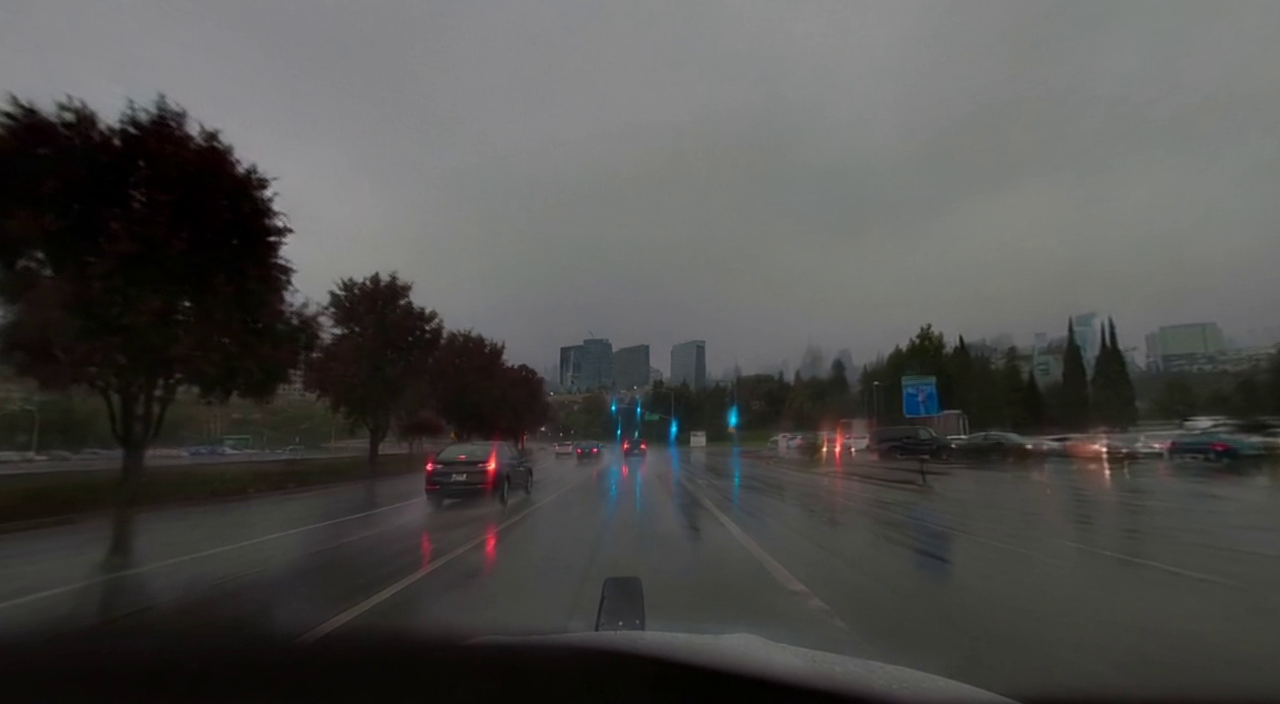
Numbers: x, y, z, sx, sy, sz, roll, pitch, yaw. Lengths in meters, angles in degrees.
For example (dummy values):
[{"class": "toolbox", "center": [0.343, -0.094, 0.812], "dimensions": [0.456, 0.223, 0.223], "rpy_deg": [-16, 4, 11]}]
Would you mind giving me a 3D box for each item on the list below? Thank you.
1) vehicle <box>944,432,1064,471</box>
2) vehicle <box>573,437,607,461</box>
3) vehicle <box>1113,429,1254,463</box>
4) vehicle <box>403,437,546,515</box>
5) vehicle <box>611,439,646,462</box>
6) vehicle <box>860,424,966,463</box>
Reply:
[{"class": "vehicle", "center": [14.908, 4.062, 25.875], "dimensions": [4.505, 1.472, 2.020], "rpy_deg": [4, -10, -27]}, {"class": "vehicle", "center": [-3.778, 7.440, 48.441], "dimensions": [2.144, 1.732, 4.279], "rpy_deg": [-1, -8, 2]}, {"class": "vehicle", "center": [25.161, 4.398, 29.472], "dimensions": [4.528, 1.450, 1.889], "rpy_deg": [-4, -9, 26]}, {"class": "vehicle", "center": [-3.501, 2.705, 14.368], "dimensions": [1.920, 1.480, 4.549], "rpy_deg": [0, -8, 2]}, {"class": "vehicle", "center": [-0.716, 6.687, 42.913], "dimensions": [2.231, 1.481, 4.489], "rpy_deg": [0, -8, 0]}, {"class": "vehicle", "center": [14.951, 5.008, 34.579], "dimensions": [5.394, 1.994, 2.228], "rpy_deg": [4, -9, -26]}]
